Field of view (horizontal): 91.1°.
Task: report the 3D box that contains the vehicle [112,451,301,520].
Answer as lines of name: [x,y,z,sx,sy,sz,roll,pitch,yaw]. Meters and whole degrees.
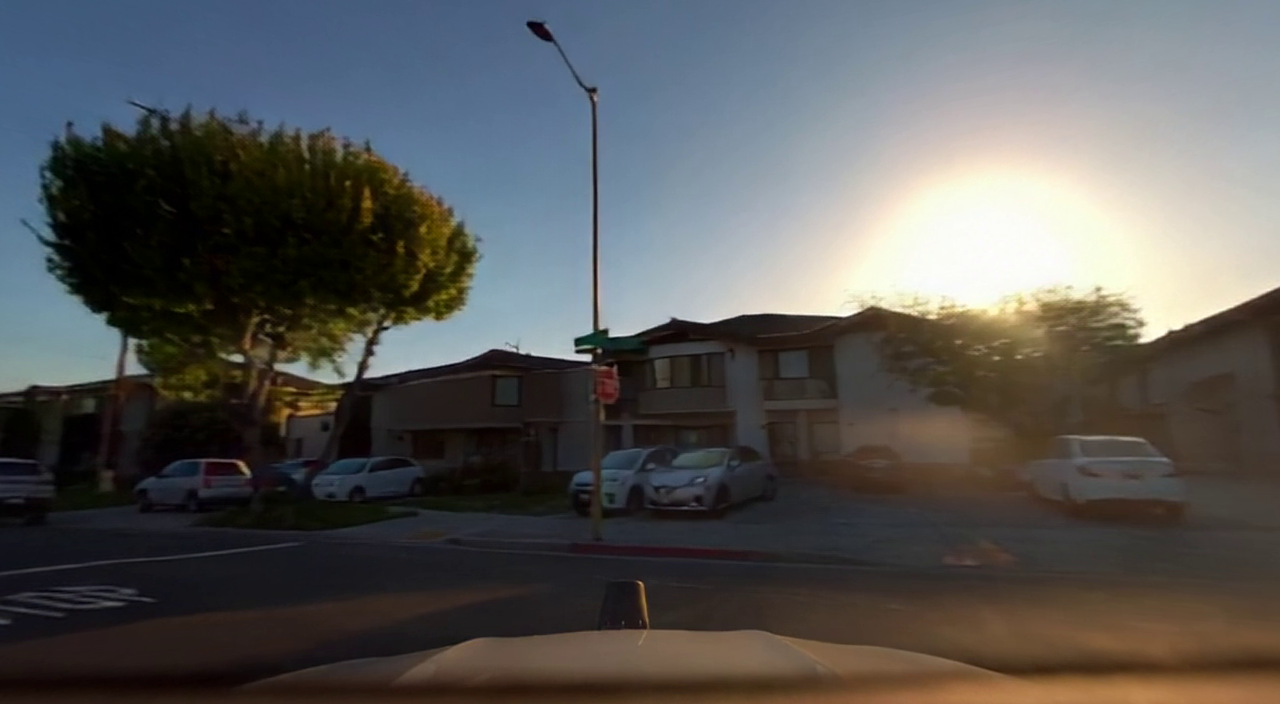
vehicle: [-14.858,4.442,21.500,6.027,1.893,2.282,-2,-8,23]

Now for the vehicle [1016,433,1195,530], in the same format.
vehicle: [11.387,3.094,15.966,2.305,1.962,5.685,-4,-9,23]

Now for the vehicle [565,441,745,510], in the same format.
vehicle: [0.415,3.467,18.081,4.778,1.753,1.959,-4,-9,24]

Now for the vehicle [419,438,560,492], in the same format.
vehicle: [-10.130,7.431,41.880,9.384,3.230,2.928,-5,-9,27]

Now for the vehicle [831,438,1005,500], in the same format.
vehicle: [9.837,4.043,22.195,5.798,1.920,2.267,4,-9,-25]
